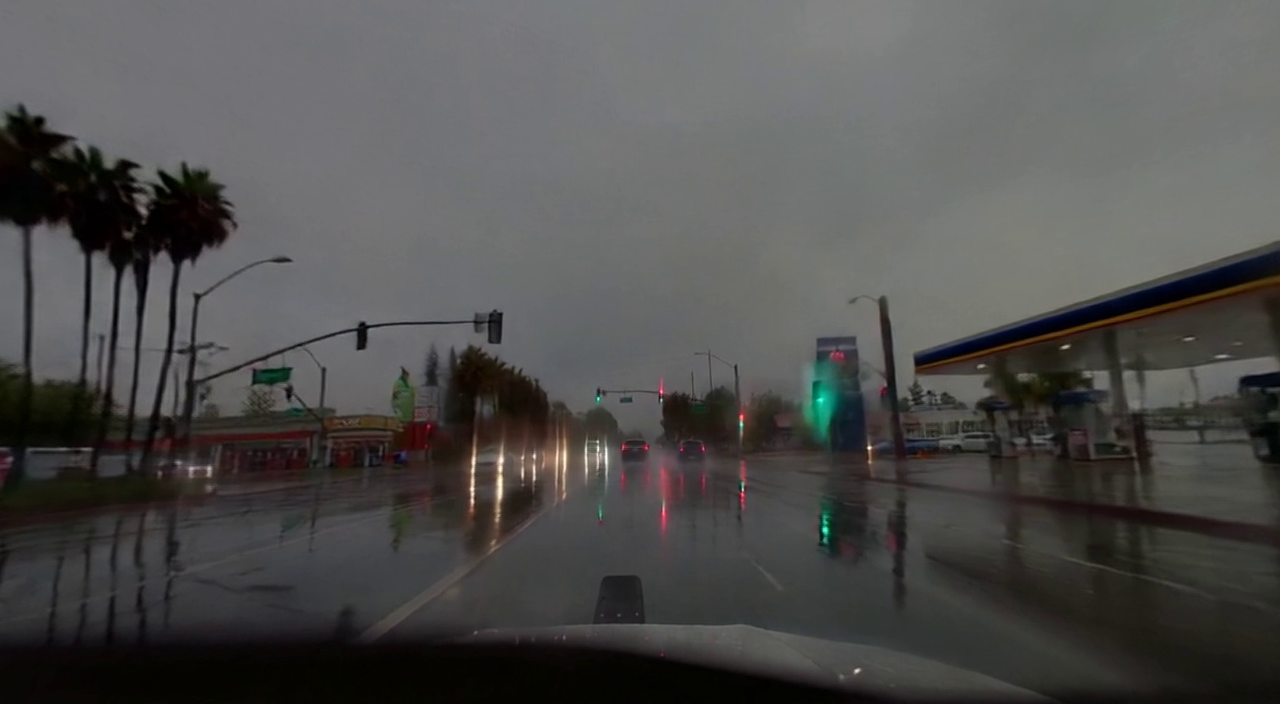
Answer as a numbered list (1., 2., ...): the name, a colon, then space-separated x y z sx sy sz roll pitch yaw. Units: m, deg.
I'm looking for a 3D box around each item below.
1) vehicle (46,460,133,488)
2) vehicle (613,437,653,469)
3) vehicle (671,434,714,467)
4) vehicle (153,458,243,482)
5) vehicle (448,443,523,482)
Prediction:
1. vehicle: -35.238 7.827 40.574 3.867 1.477 1.781 -3 -9 -2
2. vehicle: -0.421 5.838 36.669 2.177 1.754 3.815 0 -8 -1
3. vehicle: 3.233 6.236 40.229 2.190 1.913 5.174 0 -8 -1
4. vehicle: -28.491 7.603 40.876 4.314 1.449 1.978 0 -8 -1
5. vehicle: -6.319 4.572 26.497 1.979 1.480 4.553 0 -8 0
